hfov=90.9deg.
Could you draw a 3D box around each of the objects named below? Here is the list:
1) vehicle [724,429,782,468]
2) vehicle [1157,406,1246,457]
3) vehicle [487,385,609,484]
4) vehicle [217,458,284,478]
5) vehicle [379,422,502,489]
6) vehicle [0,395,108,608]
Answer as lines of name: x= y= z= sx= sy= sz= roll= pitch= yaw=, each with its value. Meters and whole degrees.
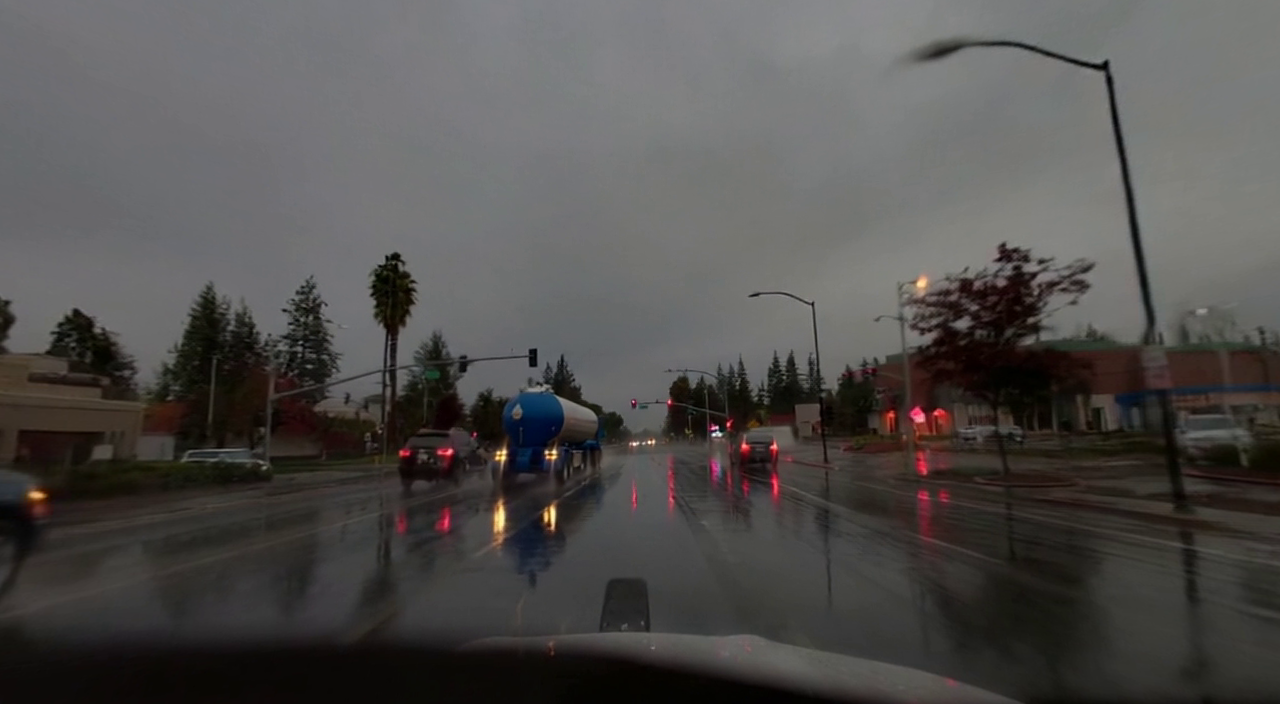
vehicle: x=5.914 y=5.139 z=33.725 sx=2.093 sy=1.926 sz=4.749 roll=0 pitch=-8 yaw=-2
vehicle: x=23.255 y=3.359 z=26.168 sx=2.380 sy=1.890 sz=5.620 roll=-7 pitch=-11 yaw=41
vehicle: x=-3.148 y=3.566 z=26.676 sx=2.841 sy=3.004 sz=14.901 roll=0 pitch=-8 yaw=0
vehicle: x=-30.704 y=9.125 z=49.697 sx=4.507 sy=1.470 sz=1.816 roll=-2 pitch=-8 yaw=15
vehicle: x=-6.582 y=3.495 z=21.657 sx=2.375 sy=1.989 sz=5.497 roll=0 pitch=-8 yaw=0
vehicle: x=-6.420 y=1.045 z=3.871 sx=2.179 sy=1.750 sz=4.621 roll=0 pitch=-8 yaw=1
